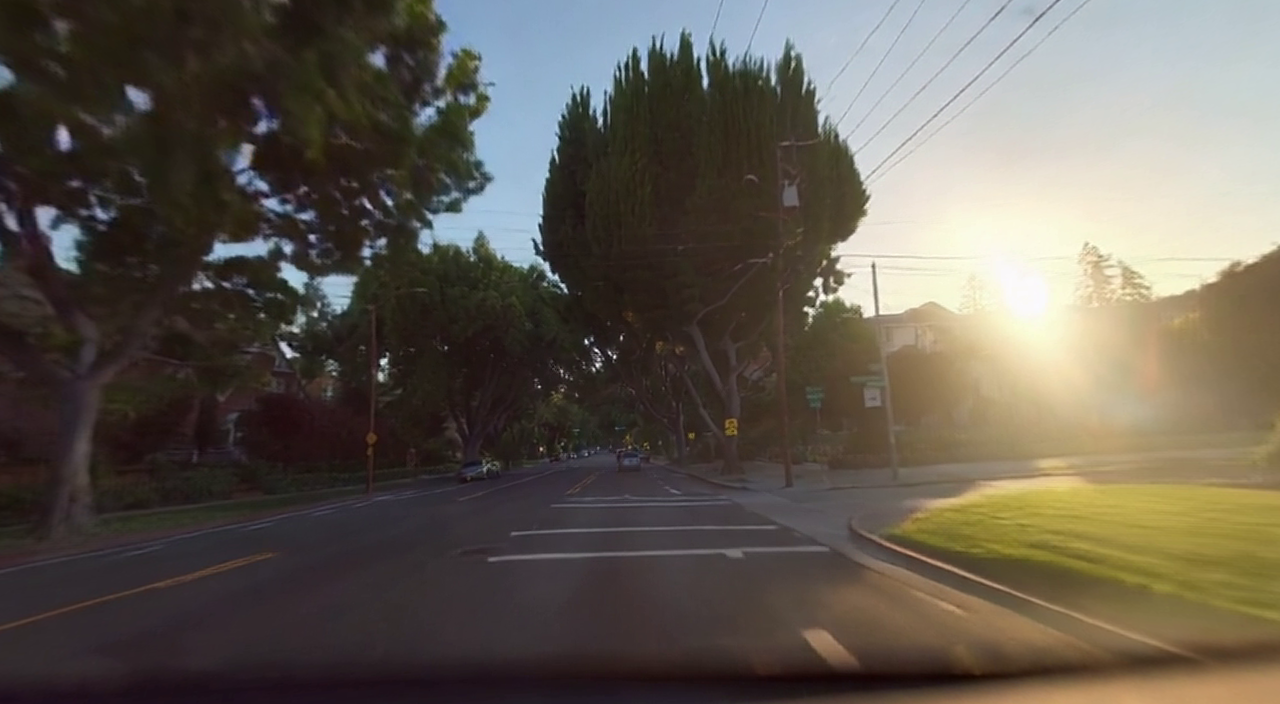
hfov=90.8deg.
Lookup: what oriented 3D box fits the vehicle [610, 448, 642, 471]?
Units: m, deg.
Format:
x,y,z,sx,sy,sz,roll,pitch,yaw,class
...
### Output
x,y,z,sx,sy,sz,roll,pitch,yaw,class
-0.983,7.391,43.539,2.104,1.500,3.815,0,-9,-2,vehicle
